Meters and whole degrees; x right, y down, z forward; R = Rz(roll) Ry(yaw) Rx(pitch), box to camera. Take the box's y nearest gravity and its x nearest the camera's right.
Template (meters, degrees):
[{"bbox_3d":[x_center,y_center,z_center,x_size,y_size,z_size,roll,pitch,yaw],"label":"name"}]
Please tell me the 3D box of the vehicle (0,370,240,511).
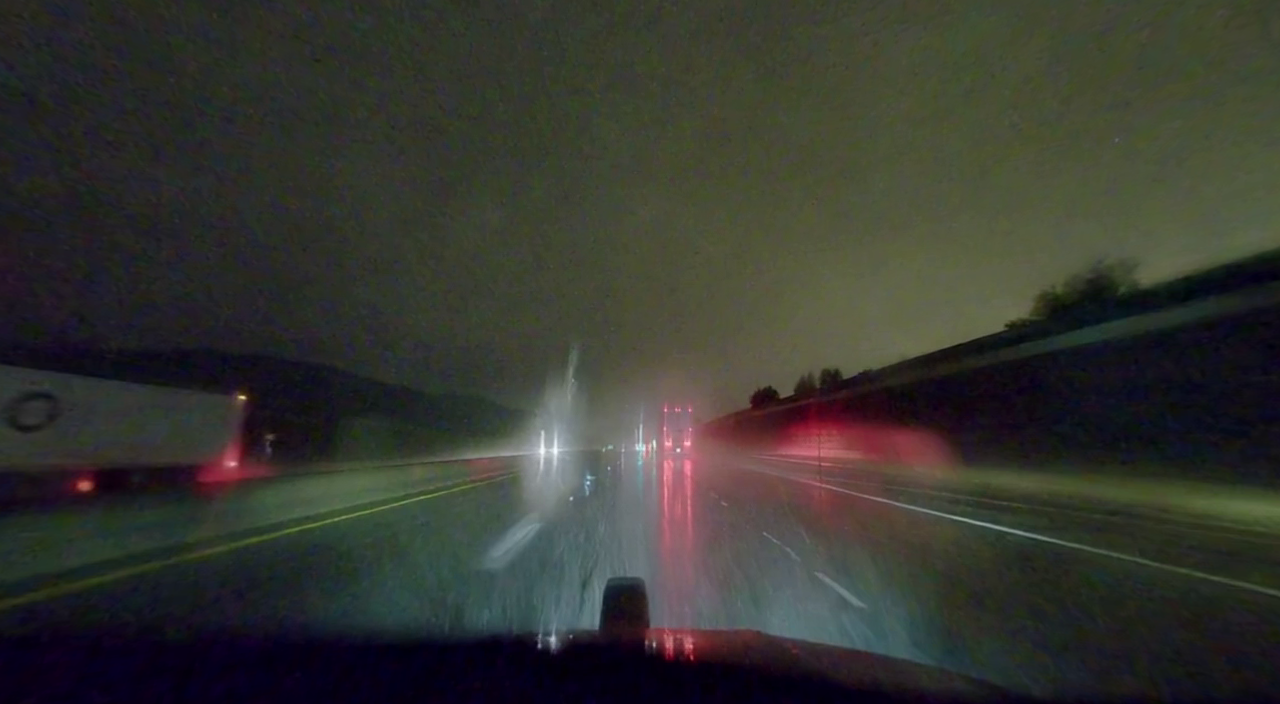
[{"bbox_3d":[-18.878,3.197,22.604,2.976,4.034,8.952,0,-9,0],"label":"vehicle"}]
